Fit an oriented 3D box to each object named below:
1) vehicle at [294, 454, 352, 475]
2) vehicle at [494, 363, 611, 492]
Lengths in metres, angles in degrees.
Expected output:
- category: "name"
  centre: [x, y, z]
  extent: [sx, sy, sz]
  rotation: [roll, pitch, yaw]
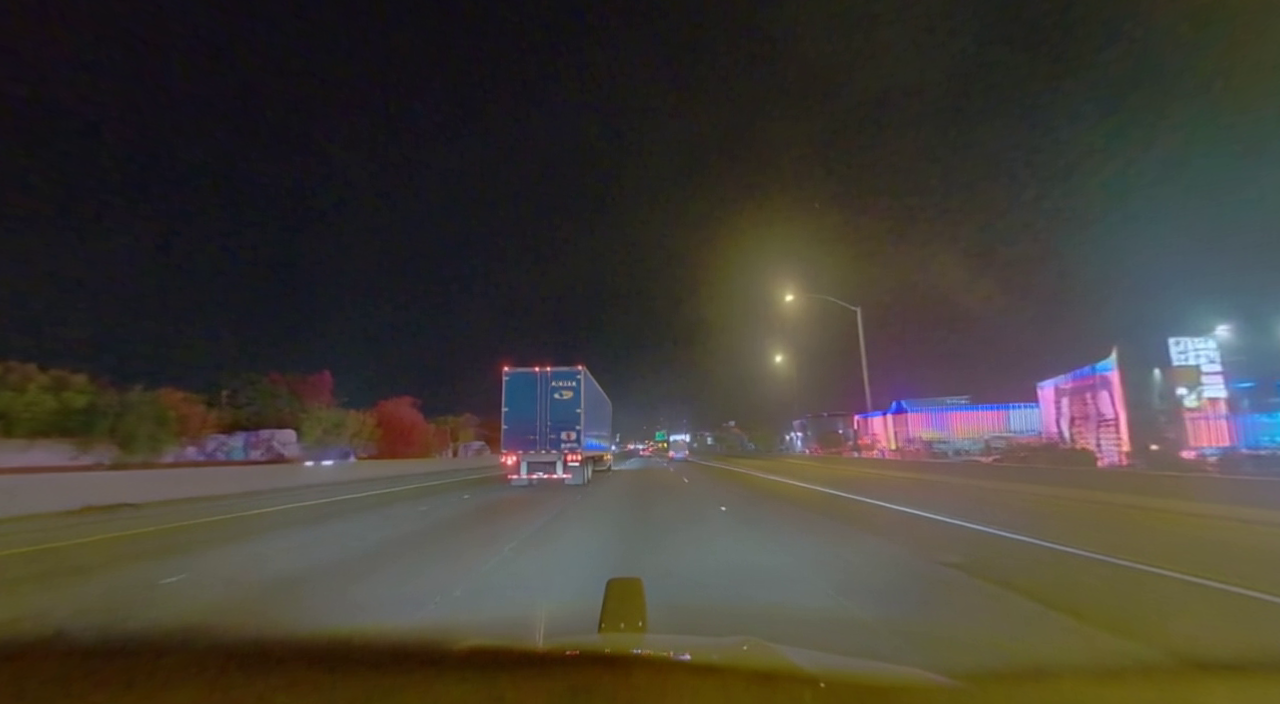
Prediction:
- category: "vehicle"
  centre: [-24.826, 8.801, 49.535]
  extent: [2.111, 1.503, 4.460]
  rotation: [-1, -9, 2]
- category: "vehicle"
  centre: [-2.997, 2.976, 24.508]
  extent: [2.977, 4.048, 8.890]
  rotation: [-1, -8, 2]
